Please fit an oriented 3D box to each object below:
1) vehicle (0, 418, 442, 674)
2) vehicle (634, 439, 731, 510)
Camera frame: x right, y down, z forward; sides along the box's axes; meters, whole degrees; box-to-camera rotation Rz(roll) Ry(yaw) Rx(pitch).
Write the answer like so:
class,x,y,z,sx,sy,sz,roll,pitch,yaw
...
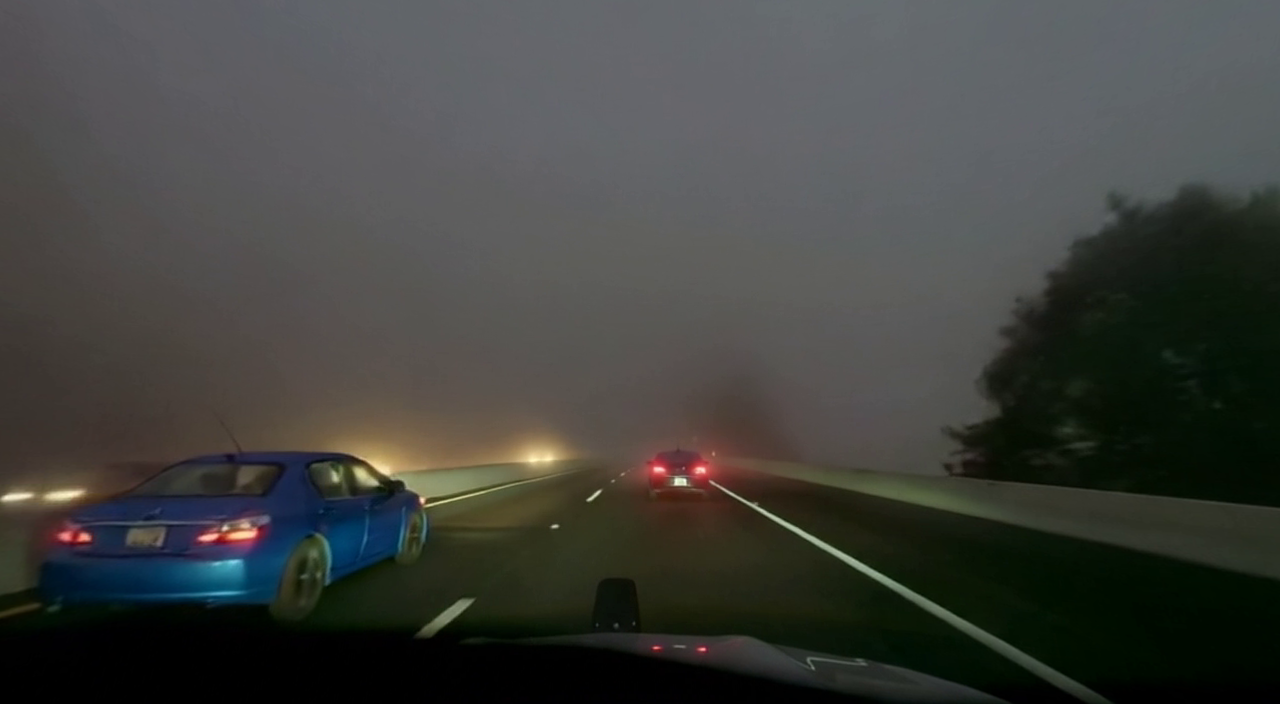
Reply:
class,x,y,z,sx,sy,sz,roll,pitch,yaw
vehicle,-3.485,1.538,6.109,2.083,1.548,4.251,0,-9,-5
vehicle,0.929,3.043,16.059,2.021,1.533,4.014,0,-9,-3
